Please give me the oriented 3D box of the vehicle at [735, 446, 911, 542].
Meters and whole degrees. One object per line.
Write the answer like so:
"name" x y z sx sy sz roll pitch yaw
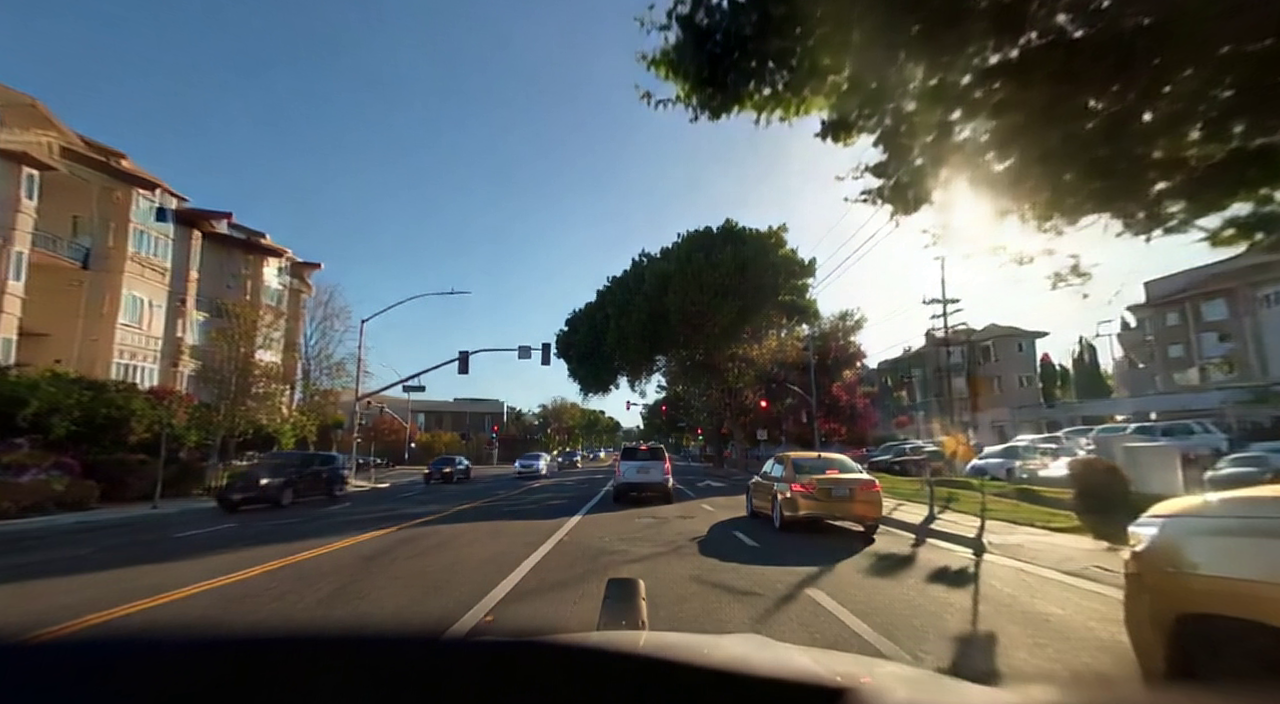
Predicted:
"vehicle" 3.206 2.556 12.066 1.900 1.478 4.425 0 -9 -2

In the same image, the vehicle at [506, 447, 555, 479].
"vehicle" -6.416 6.545 37.327 2.092 1.802 4.270 0 -9 1

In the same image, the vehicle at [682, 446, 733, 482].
"vehicle" 3.506 5.888 33.364 2.138 1.729 4.178 0 -9 -1

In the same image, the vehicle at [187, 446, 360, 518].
"vehicle" -10.255 3.610 18.136 2.161 1.764 4.725 0 -9 0

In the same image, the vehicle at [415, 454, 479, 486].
"vehicle" -10.037 6.165 33.066 1.962 1.458 4.505 0 -9 0

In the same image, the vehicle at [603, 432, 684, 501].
"vehicle" 0.074 3.560 19.911 2.296 1.947 4.168 0 -9 0

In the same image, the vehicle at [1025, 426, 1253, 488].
"vehicle" 13.704 2.907 17.472 4.648 1.583 2.018 0 -9 -2
